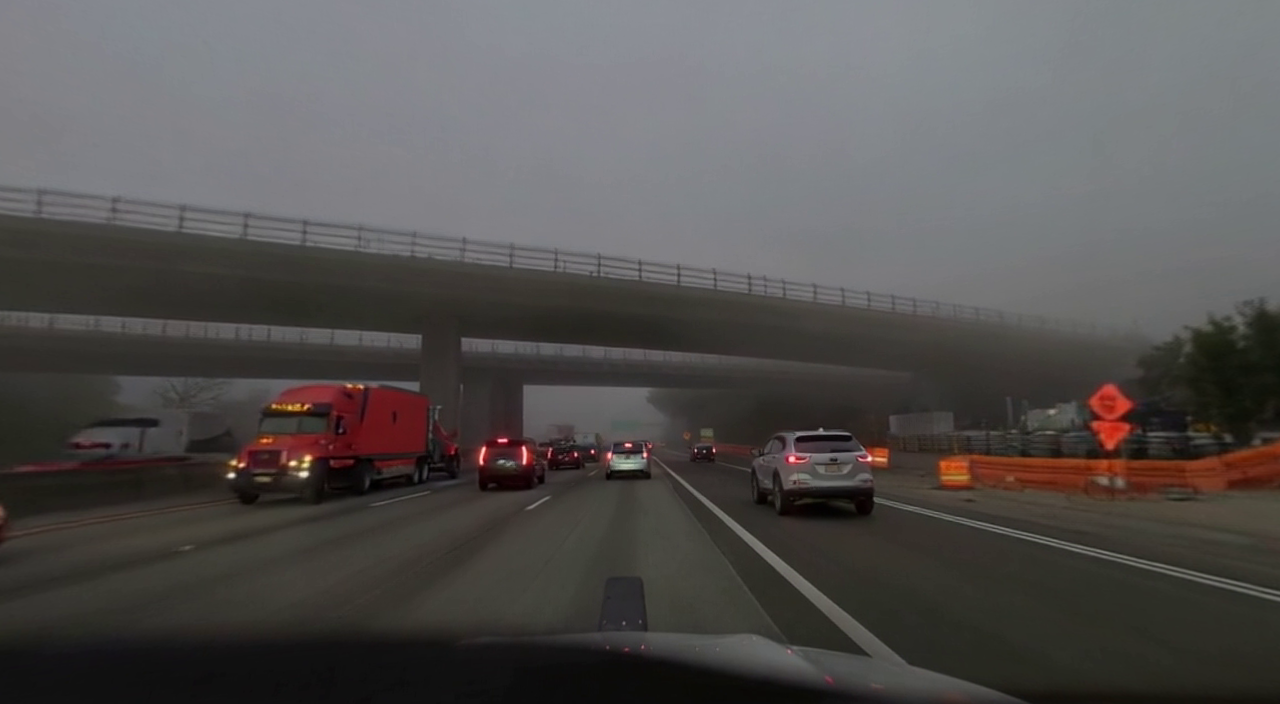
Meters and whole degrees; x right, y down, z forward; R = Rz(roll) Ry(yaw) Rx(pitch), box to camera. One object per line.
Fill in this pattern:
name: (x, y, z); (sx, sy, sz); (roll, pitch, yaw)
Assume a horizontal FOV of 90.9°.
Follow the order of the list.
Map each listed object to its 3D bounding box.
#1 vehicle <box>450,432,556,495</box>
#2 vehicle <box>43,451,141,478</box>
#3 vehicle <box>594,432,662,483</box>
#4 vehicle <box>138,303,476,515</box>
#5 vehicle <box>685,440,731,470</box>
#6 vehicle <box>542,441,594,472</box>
vehicle: (-3.940, 3.292, 18.951); (2.124, 1.639, 4.344); (0, -8, 1)
vehicle: (-34.214, 6.989, 39.572); (1.909, 1.546, 4.726); (0, -8, 0)
vehicle: (-0.393, 3.803, 23.000); (2.270, 1.696, 4.061); (0, -8, 0)
vehicle: (-7.457, 1.785, 16.888); (2.959, 3.886, 10.574); (-1, -8, 2)
vehicle: (3.572, 5.478, 33.816); (2.003, 1.465, 4.092); (0, -8, -1)
vehicle: (-3.685, 5.425, 33.001); (2.141, 1.455, 4.447); (0, -8, 1)
